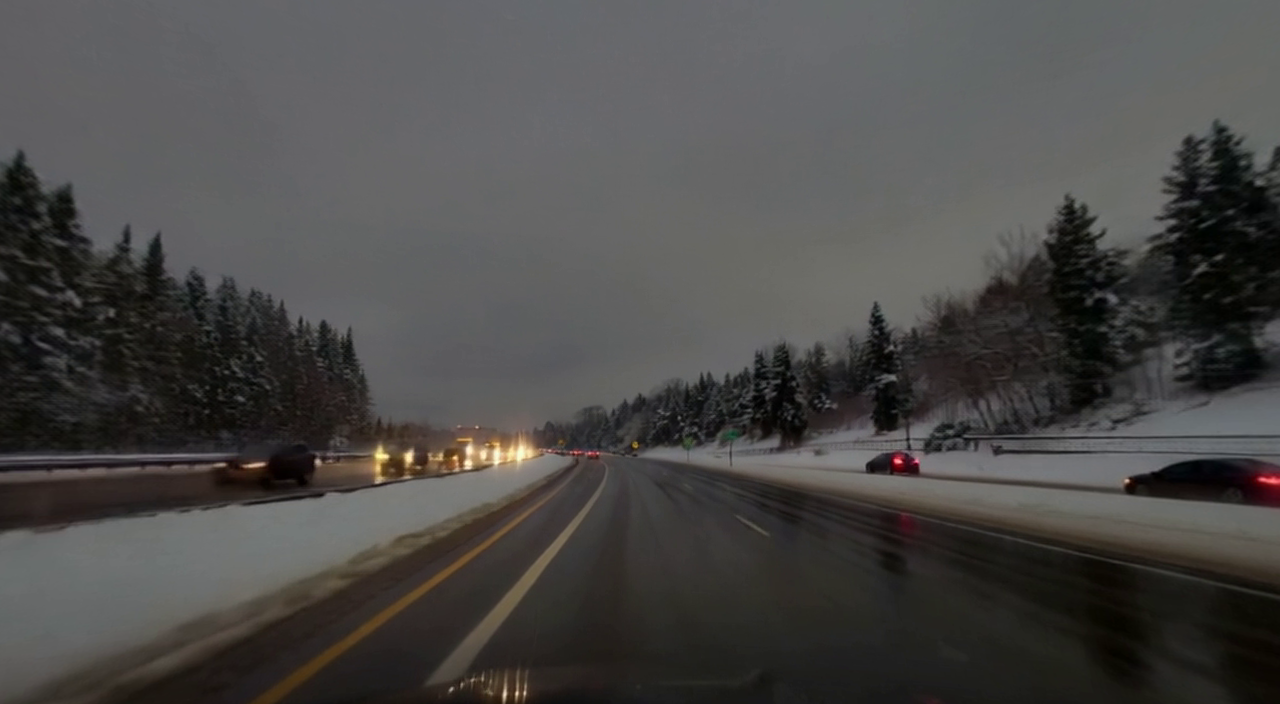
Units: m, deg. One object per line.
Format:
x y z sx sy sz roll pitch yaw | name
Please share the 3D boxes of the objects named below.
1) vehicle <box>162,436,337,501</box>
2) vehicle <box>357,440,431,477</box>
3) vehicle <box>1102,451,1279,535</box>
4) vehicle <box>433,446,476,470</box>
-10.405 3.130 17.254 1.946 1.519 4.791 0 -9 -3 | vehicle
-11.357 4.933 29.253 1.924 1.579 4.165 0 -9 -3 | vehicle
12.946 2.962 13.810 1.941 1.536 4.585 0 -9 -1 | vehicle
-12.104 6.948 41.111 1.817 1.455 3.867 0 -9 -3 | vehicle
